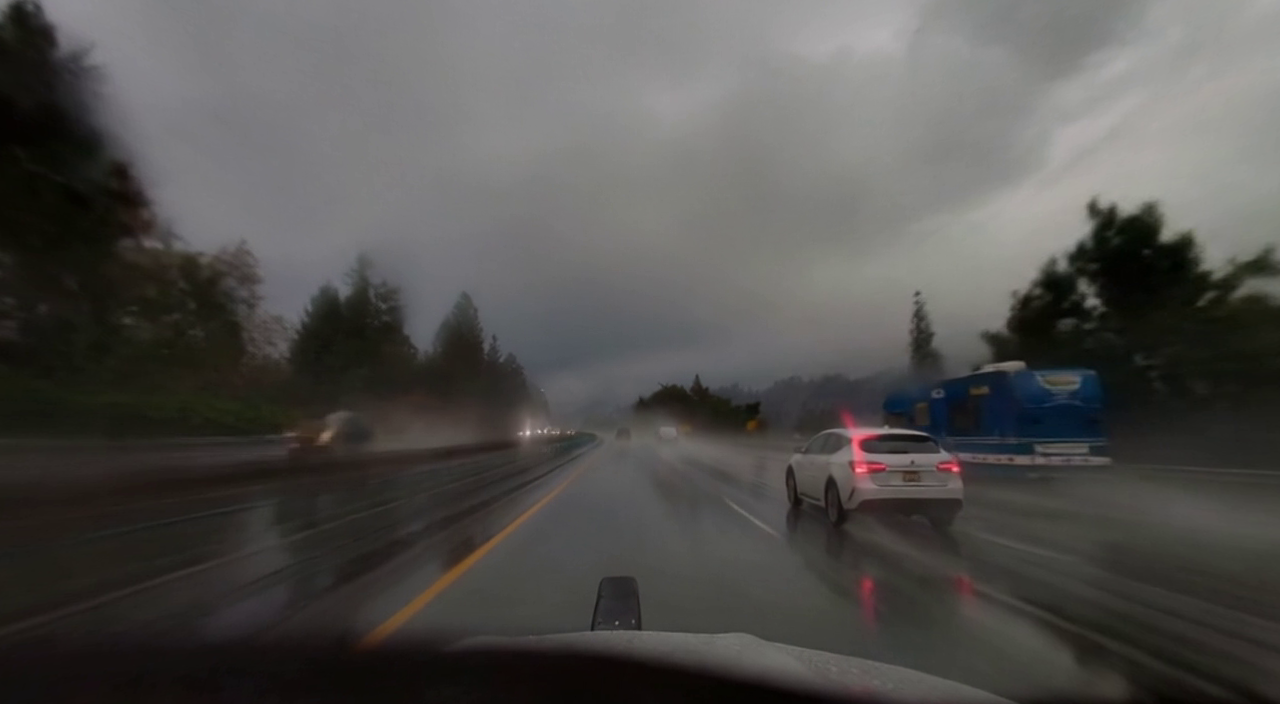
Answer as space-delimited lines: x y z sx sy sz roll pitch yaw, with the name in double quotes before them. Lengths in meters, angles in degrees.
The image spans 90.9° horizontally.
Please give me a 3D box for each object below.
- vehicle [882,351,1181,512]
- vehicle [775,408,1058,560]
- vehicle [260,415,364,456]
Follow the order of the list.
"vehicle" 7.672 1.699 13.457 2.594 2.701 5.573 0 -8 -2
"vehicle" 3.306 1.631 8.543 2.002 1.569 3.845 0 -8 -1
"vehicle" -12.583 3.250 24.475 1.932 1.450 3.980 0 -8 -1
